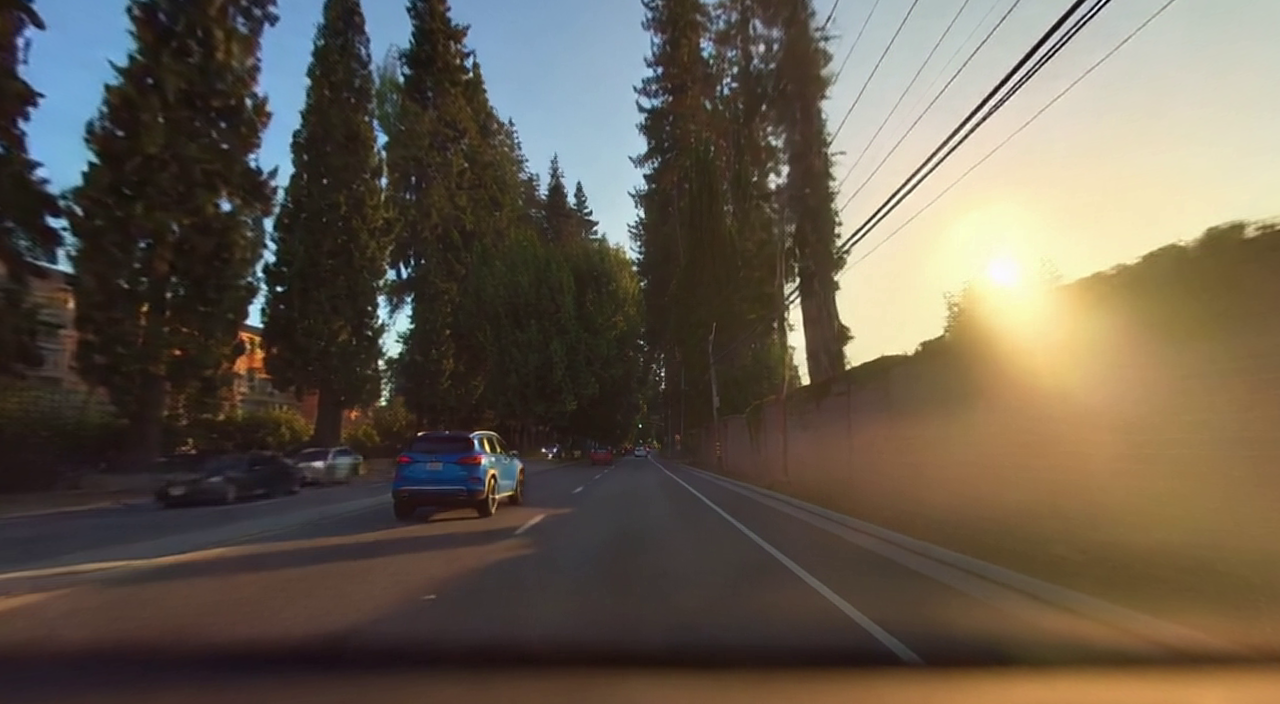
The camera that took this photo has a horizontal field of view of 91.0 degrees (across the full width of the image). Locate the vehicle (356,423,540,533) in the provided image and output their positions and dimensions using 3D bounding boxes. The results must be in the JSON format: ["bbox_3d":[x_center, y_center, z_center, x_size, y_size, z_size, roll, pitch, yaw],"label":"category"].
[{"bbox_3d":[-3.432,2.355,12.388,2.147,1.730,4.555,0,-8,1],"label":"vehicle"}]

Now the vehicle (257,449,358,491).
[{"bbox_3d":[-15.725,5.560,30.144,2.096,1.799,4.990,-1,-8,0],"label":"vehicle"}]

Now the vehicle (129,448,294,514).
[{"bbox_3d":[-11.955,3.585,17.967,1.855,1.619,4.040,0,-9,0],"label":"vehicle"}]
